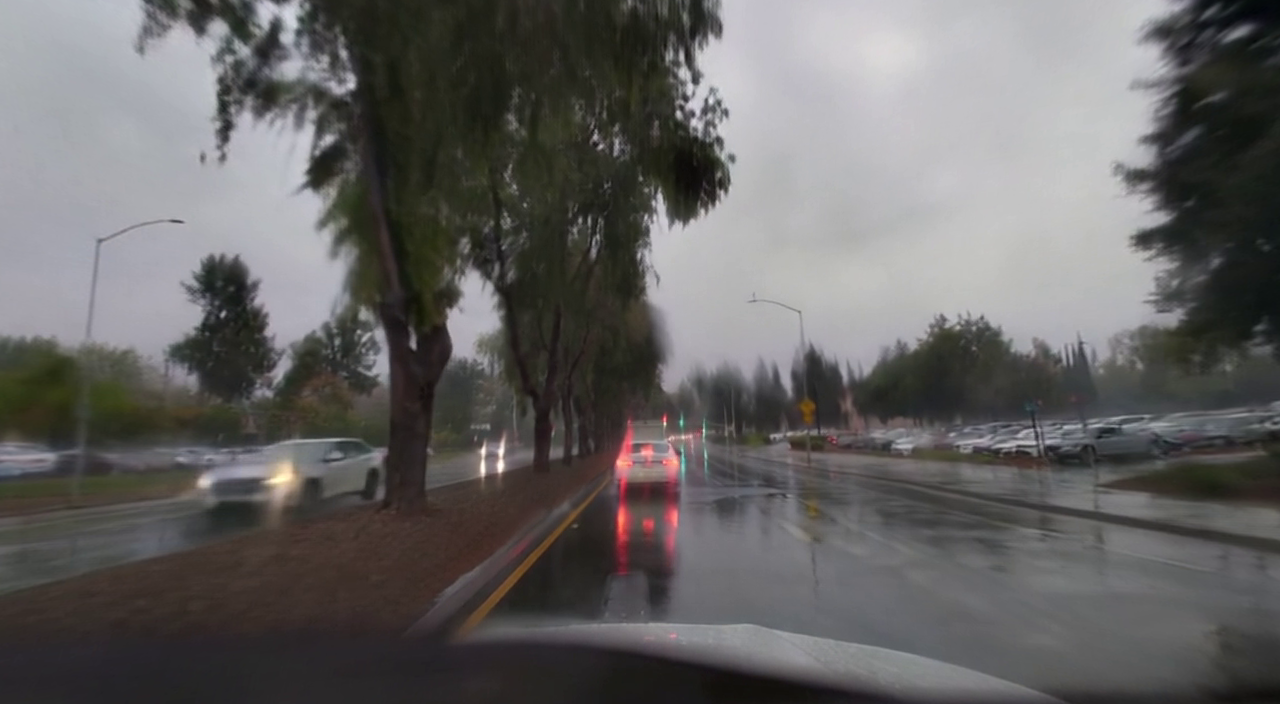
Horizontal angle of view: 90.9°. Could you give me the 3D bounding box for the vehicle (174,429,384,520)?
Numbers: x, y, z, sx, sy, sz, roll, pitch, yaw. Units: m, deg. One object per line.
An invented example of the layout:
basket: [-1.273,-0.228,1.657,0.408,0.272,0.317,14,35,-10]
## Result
vehicle: [-8.180,2.794,15.033,2.131,1.778,4.912,0,-8,-1]

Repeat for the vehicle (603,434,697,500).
vehicle: [0.187,2.880,16.190,2.093,1.442,3.977,0,-8,-1]

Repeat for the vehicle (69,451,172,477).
vehicle: [-30.515,6.589,37.152,4.356,1.444,1.819,0,-8,-1]

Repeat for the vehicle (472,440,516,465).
vehicle: [-11.117,7.658,48.231,2.066,1.753,4.559,-1,-8,3]
